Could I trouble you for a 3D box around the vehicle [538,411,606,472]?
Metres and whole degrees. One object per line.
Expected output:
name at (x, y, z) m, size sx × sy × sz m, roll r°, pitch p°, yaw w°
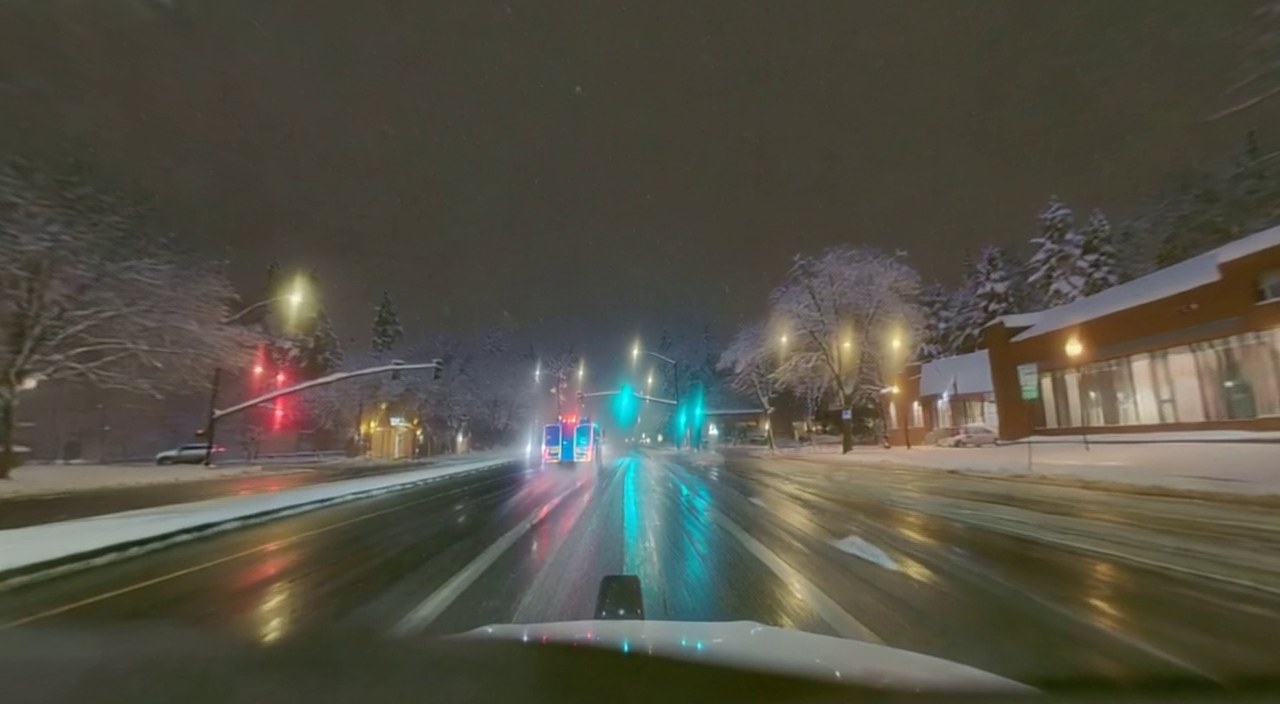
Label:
vehicle at (-3.264, 4.508, 31.863) m, size 2.633 × 2.787 × 5.796 m, roll 0°, pitch -8°, yaw 2°
